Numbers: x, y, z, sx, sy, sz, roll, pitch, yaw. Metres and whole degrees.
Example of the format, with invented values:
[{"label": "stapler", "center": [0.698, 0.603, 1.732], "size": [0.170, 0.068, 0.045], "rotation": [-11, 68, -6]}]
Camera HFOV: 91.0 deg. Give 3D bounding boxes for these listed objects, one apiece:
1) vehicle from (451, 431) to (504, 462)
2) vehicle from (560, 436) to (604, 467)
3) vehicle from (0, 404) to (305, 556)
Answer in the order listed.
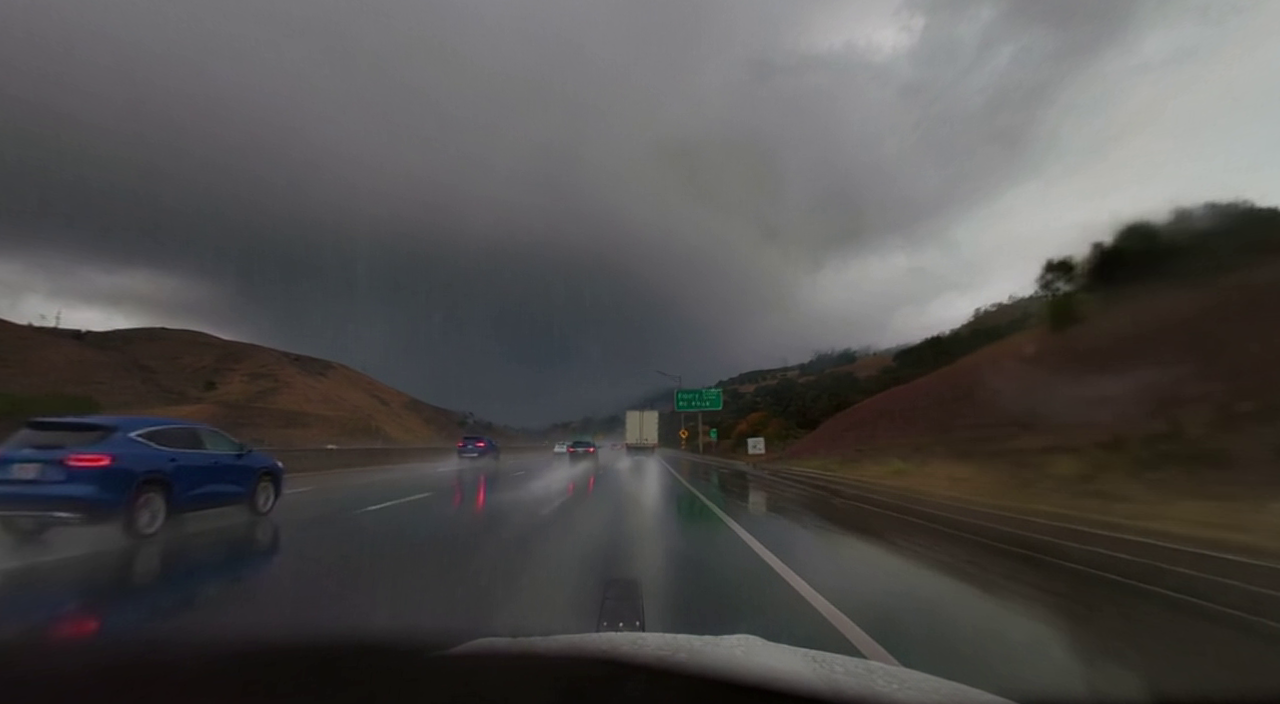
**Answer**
[{"label": "vehicle", "center": [-10.815, 6.342, 42.200], "size": [2.111, 1.906, 5.028], "rotation": [0, -9, 1]}, {"label": "vehicle", "center": [-3.473, 6.059, 38.567], "size": [2.194, 1.725, 4.698], "rotation": [0, -9, 1]}, {"label": "vehicle", "center": [-7.470, 1.794, 9.529], "size": [2.098, 1.678, 4.822], "rotation": [0, -9, 0]}]
